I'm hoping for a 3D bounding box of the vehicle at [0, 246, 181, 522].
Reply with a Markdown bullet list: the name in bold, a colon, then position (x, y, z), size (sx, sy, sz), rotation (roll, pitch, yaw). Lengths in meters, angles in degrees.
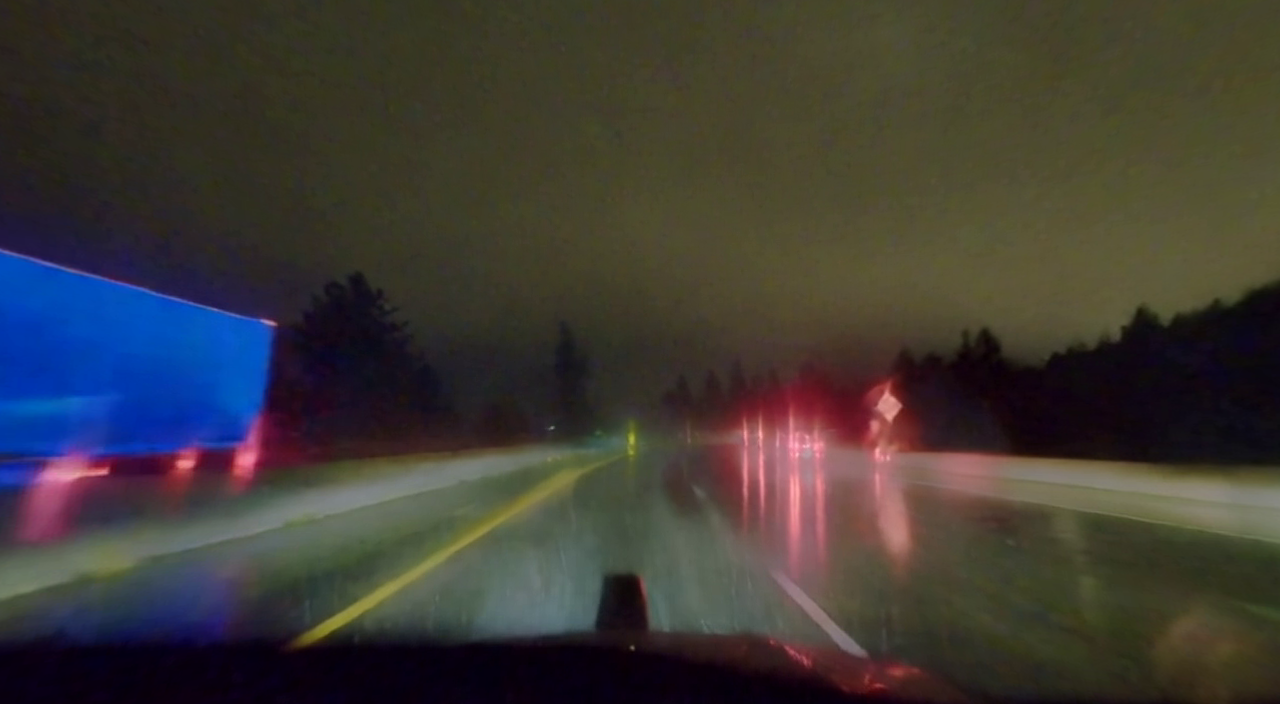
- **vehicle**: position (-11.364, -0.148, 5.288), size (2.882, 4.213, 15.918), rotation (0, -8, 1)
